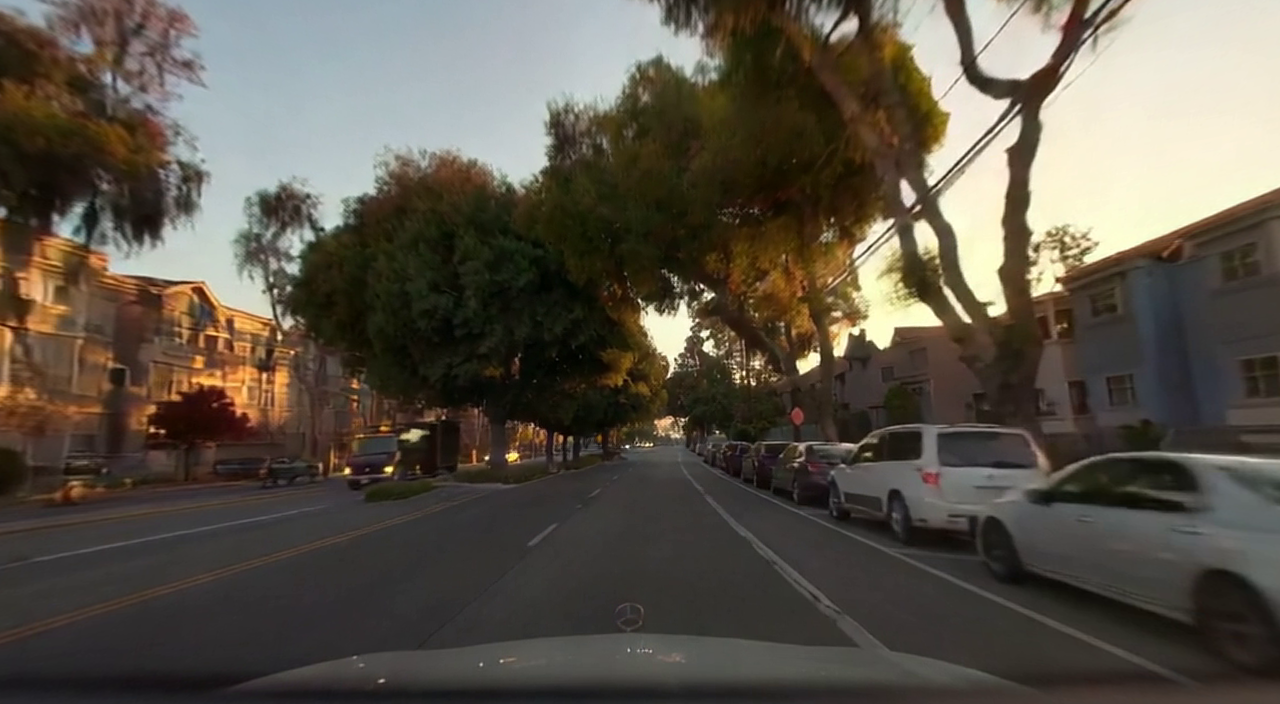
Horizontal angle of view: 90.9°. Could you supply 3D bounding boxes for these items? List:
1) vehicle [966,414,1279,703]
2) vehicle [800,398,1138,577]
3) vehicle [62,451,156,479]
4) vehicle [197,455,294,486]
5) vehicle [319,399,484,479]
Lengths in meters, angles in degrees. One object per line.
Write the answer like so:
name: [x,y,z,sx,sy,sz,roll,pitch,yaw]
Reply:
vehicle: [4.300,1.245,4.356,1.806,1.536,4.225,0,-8,0]
vehicle: [4.041,1.750,9.033,2.108,1.827,4.844,0,-8,-1]
vehicle: [-33.698,7.176,40.097,4.231,1.650,2.053,-1,-8,3]
vehicle: [-22.879,6.868,36.844,2.026,1.531,5.099,-1,-8,6]
vehicle: [-12.531,4.930,35.598,3.222,3.589,13.866,-1,-8,3]
